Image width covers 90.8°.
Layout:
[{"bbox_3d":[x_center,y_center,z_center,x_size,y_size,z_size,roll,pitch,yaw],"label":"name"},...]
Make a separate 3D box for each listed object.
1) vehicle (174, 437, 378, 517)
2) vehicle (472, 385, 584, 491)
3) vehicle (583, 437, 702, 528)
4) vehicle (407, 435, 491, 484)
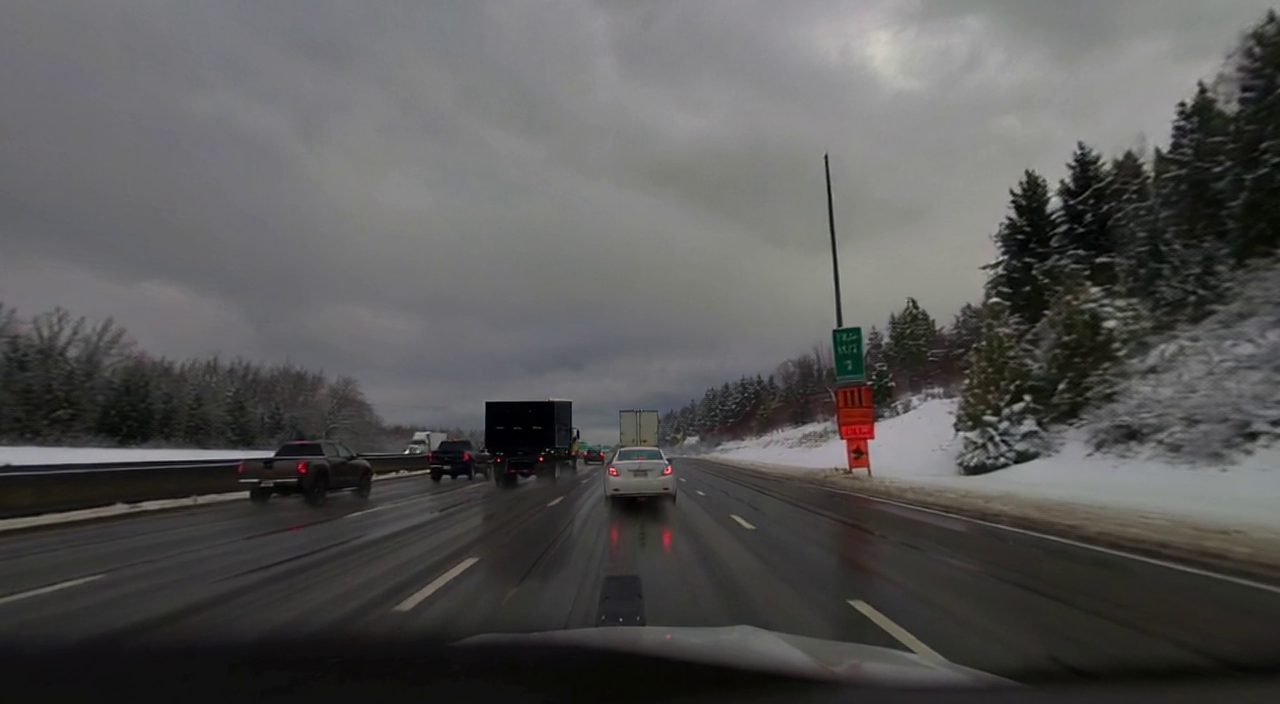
[{"bbox_3d":[-8.002,2.770,14.523,1.879,1.521,4.623,-1,-9,1],"label":"vehicle"},{"bbox_3d":[-3.890,3.296,23.796,2.812,3.342,7.248,-1,-9,1],"label":"vehicle"},{"bbox_3d":[0.023,2.450,12.349,1.995,1.495,3.380,0,-9,-1],"label":"vehicle"},{"bbox_3d":[-7.512,4.276,25.291,1.952,1.746,4.332,-1,-9,1],"label":"vehicle"}]
